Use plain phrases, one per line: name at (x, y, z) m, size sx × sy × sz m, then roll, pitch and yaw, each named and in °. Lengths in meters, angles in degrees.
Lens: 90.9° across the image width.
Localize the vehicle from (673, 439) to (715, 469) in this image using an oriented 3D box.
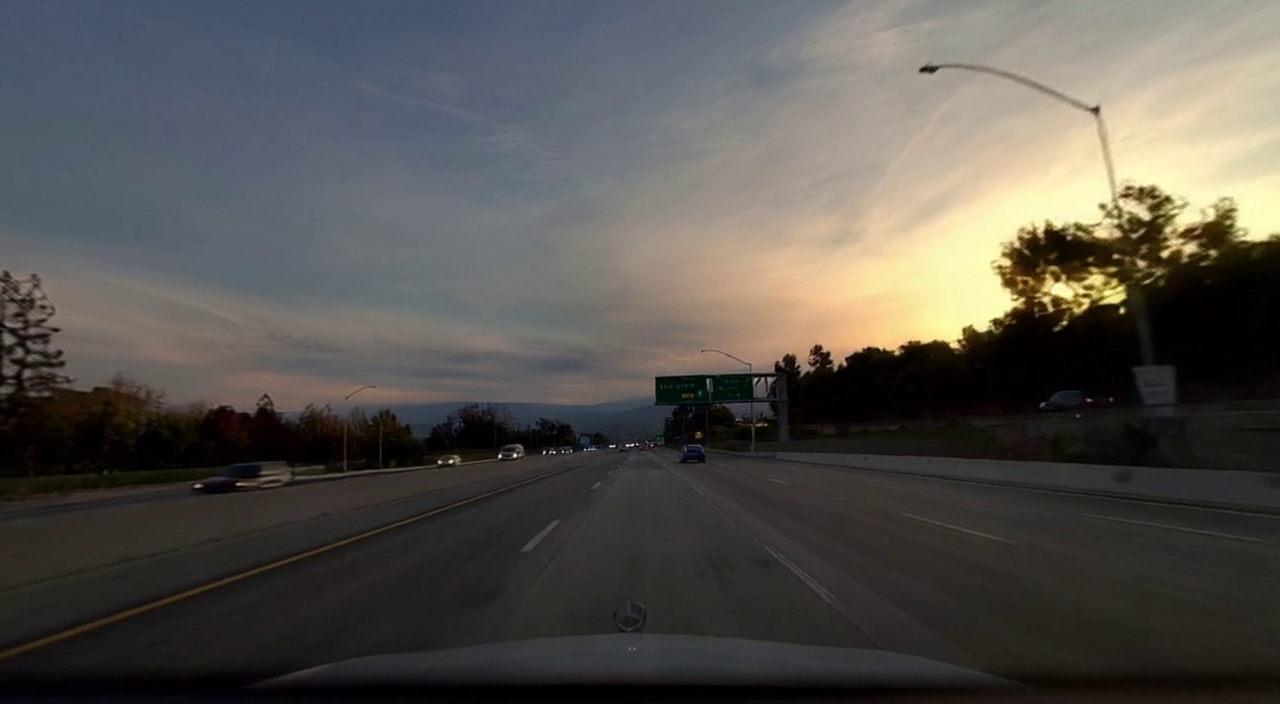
vehicle at (3.295, 6.369, 39.439) m, size 2.099 × 1.748 × 4.331 m, roll 0°, pitch -9°, yaw -1°
